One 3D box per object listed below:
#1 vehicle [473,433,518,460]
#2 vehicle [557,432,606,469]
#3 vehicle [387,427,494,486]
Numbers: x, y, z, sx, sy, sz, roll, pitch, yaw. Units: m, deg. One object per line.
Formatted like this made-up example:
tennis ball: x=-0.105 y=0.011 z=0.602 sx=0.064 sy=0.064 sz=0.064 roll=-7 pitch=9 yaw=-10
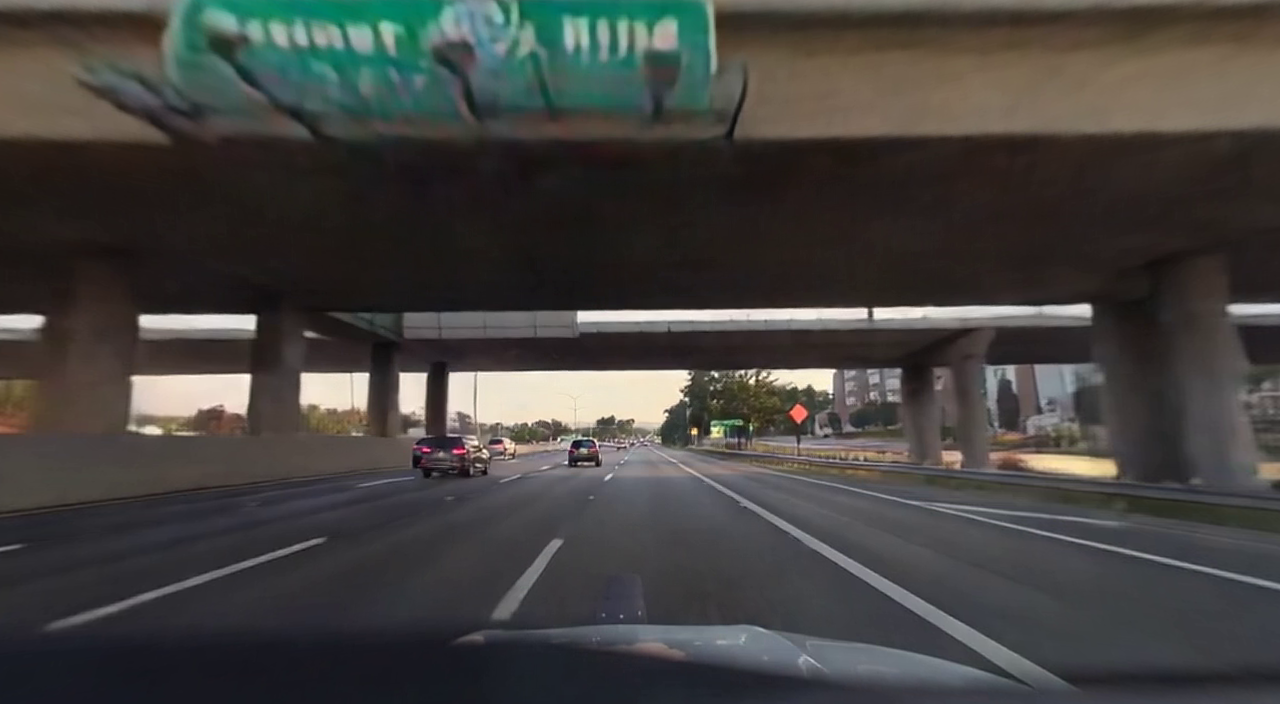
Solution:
vehicle: x=-9.820 y=6.490 z=43.400 sx=1.969 sy=1.759 sz=4.758 roll=0 pitch=-8 yaw=0
vehicle: x=-2.843 y=4.911 z=31.571 sx=2.027 sy=1.697 sz=4.307 roll=0 pitch=-8 yaw=0
vehicle: x=-6.541 y=3.475 z=21.346 sx=2.015 sy=1.762 sz=4.790 roll=0 pitch=-8 yaw=0
